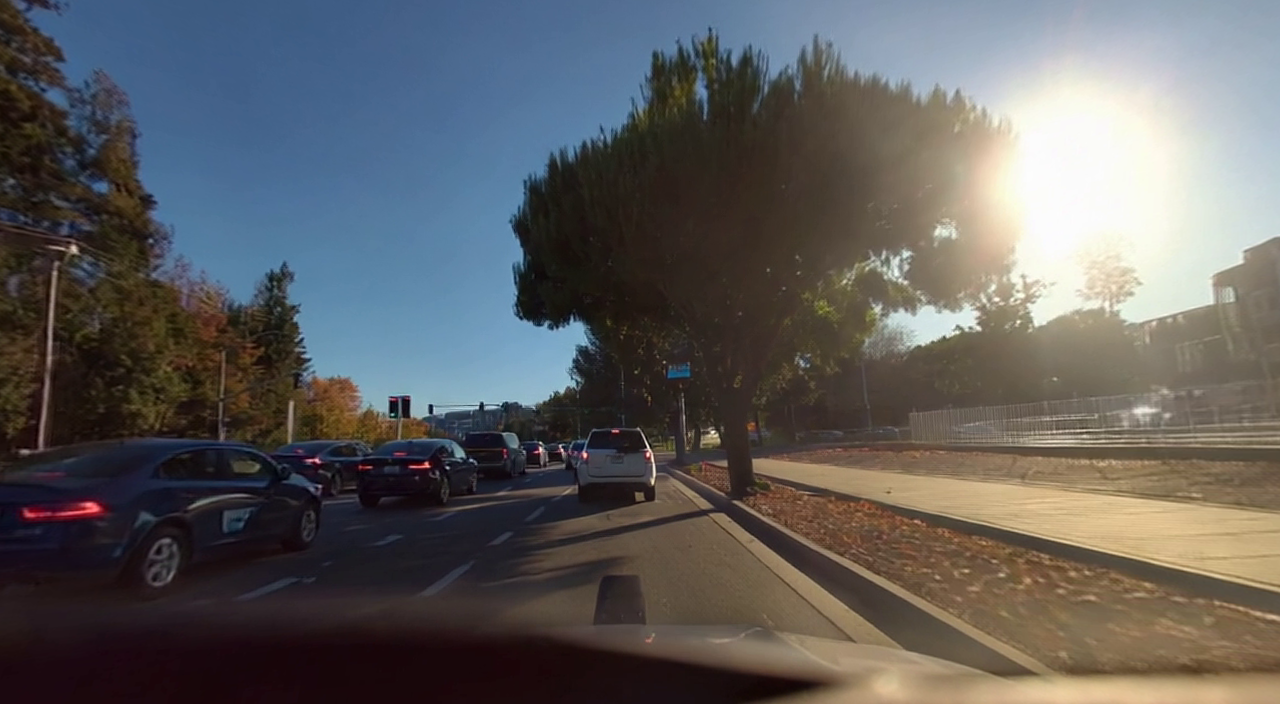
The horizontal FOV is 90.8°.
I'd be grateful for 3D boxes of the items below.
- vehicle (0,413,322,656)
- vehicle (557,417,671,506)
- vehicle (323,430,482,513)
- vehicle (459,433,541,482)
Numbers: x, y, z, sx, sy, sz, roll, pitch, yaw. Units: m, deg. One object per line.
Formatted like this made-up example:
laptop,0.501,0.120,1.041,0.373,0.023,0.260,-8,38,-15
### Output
vehicle,-5.305,1.535,6.354,2.069,1.616,4.108,0,-9,0
vehicle,-0.601,2.591,15.300,2.368,1.829,4.293,0,-9,-2
vehicle,-5.435,2.787,15.228,2.010,1.674,4.484,0,-9,1
vehicle,-5.449,4.169,25.220,2.188,1.774,4.477,0,-8,1
